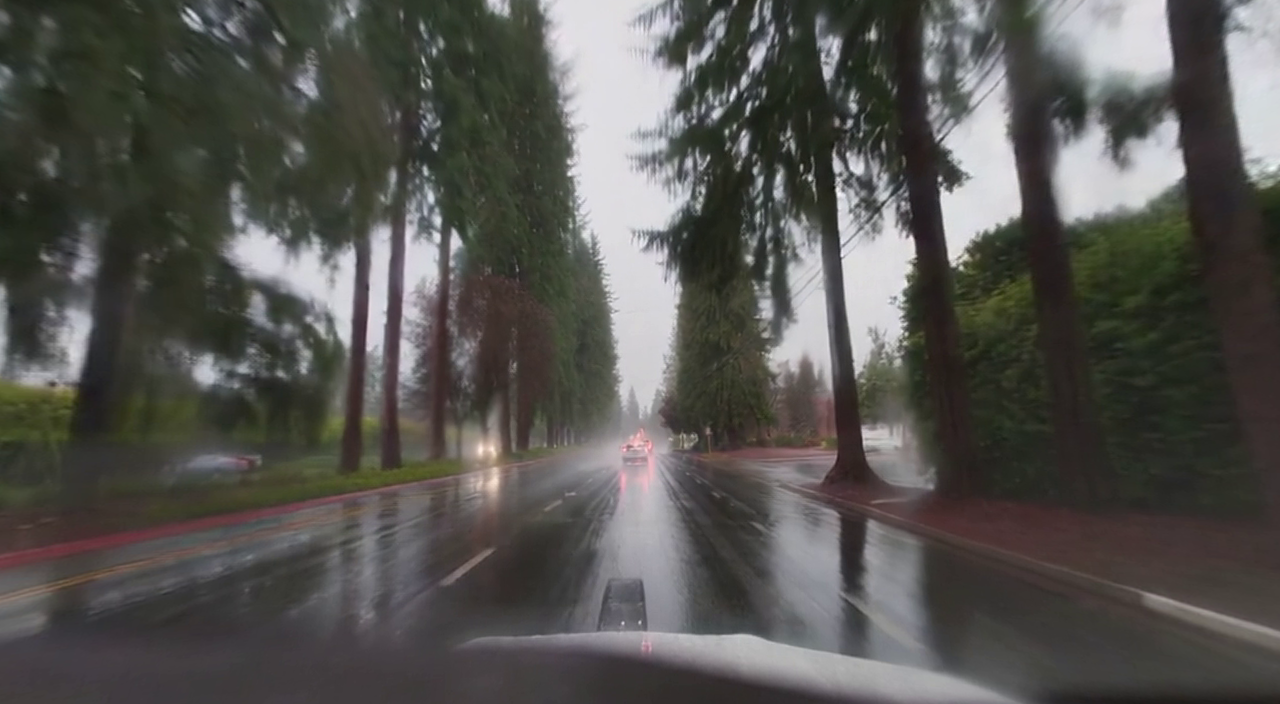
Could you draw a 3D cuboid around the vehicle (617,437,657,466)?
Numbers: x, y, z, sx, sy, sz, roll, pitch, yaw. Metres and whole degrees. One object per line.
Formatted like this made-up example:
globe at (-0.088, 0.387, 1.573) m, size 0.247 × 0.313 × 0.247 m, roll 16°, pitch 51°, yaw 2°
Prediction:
vehicle at (-0.160, 5.363, 33.968) m, size 1.991 × 1.463 × 3.988 m, roll 0°, pitch -9°, yaw 0°
